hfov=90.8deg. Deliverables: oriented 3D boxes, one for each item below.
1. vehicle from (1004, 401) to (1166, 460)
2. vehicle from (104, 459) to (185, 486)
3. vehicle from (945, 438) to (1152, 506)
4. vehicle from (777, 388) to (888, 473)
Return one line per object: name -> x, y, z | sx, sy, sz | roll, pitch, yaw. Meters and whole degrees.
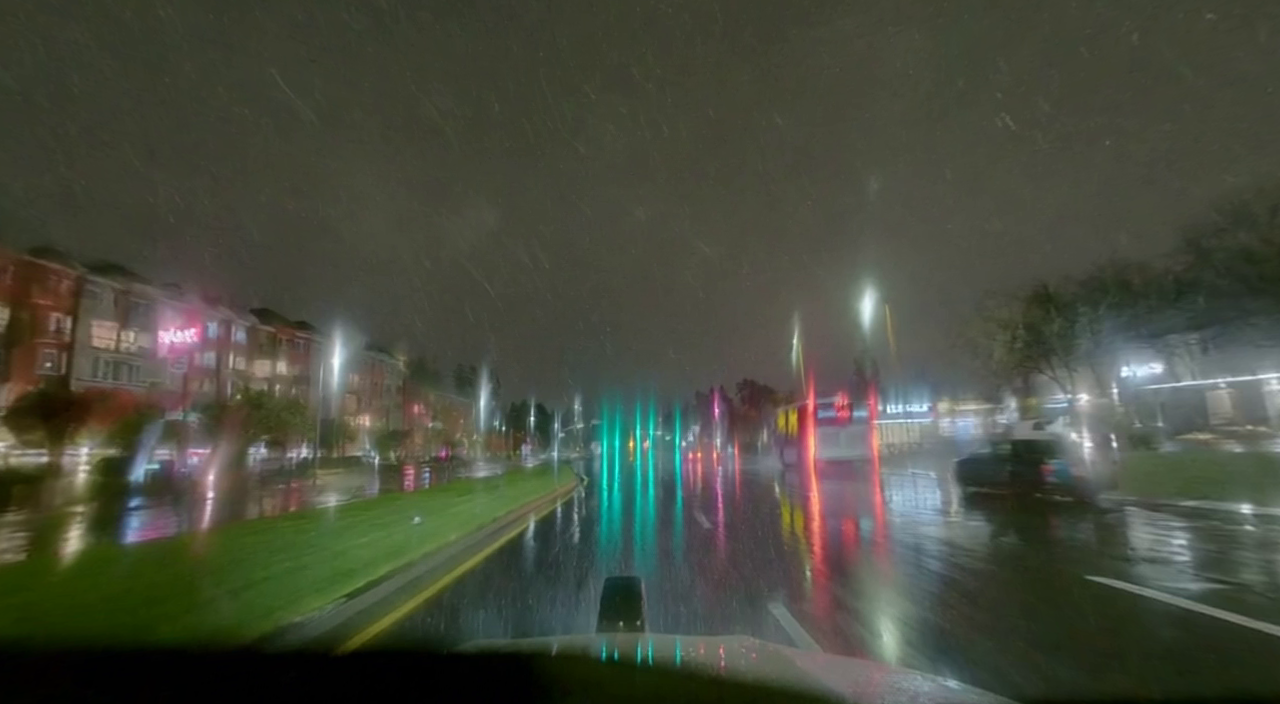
vehicle -> 20.385, 3.700, 29.369 | 5.637, 2.480, 2.521 | -4, -9, 26
vehicle -> -33.602, 8.157, 42.995 | 1.863, 1.646, 4.565 | 0, -8, -1
vehicle -> 10.054, 2.966, 16.168 | 2.009, 1.451, 4.832 | 0, -8, -1
vehicle -> 9.775, 4.215, 33.387 | 3.017, 3.888, 8.508 | 0, -8, -1
